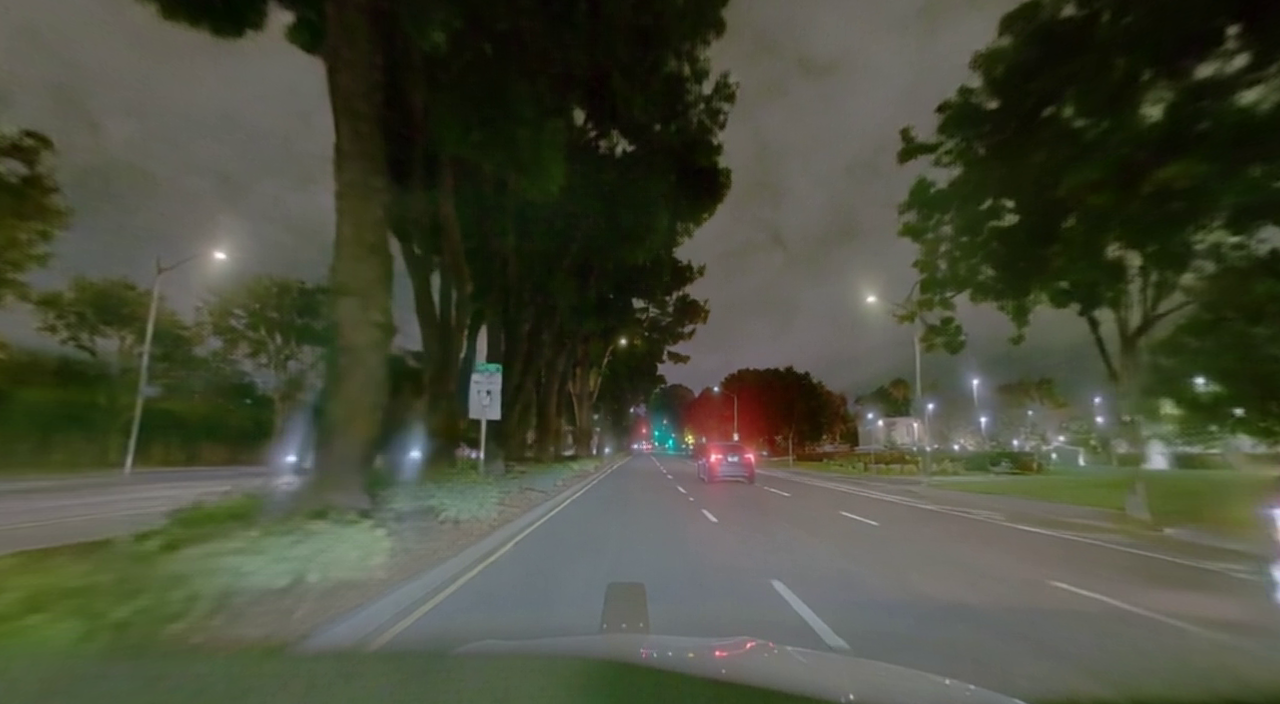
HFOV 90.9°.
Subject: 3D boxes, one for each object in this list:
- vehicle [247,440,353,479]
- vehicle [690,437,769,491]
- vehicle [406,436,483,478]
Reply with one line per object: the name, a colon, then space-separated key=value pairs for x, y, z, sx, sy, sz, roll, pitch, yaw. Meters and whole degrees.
vehicle: x=-14.408 y=4.558 z=27.022 sx=2.094 sy=1.504 sz=4.283 roll=0 pitch=-8 yaw=1
vehicle: x=3.037 y=3.912 z=22.453 sx=2.108 sy=1.712 sz=4.616 roll=0 pitch=-8 yaw=-1
vehicle: x=-8.569 y=4.629 z=28.046 sx=2.070 sy=1.703 sz=4.301 roll=0 pitch=-8 yaw=0
